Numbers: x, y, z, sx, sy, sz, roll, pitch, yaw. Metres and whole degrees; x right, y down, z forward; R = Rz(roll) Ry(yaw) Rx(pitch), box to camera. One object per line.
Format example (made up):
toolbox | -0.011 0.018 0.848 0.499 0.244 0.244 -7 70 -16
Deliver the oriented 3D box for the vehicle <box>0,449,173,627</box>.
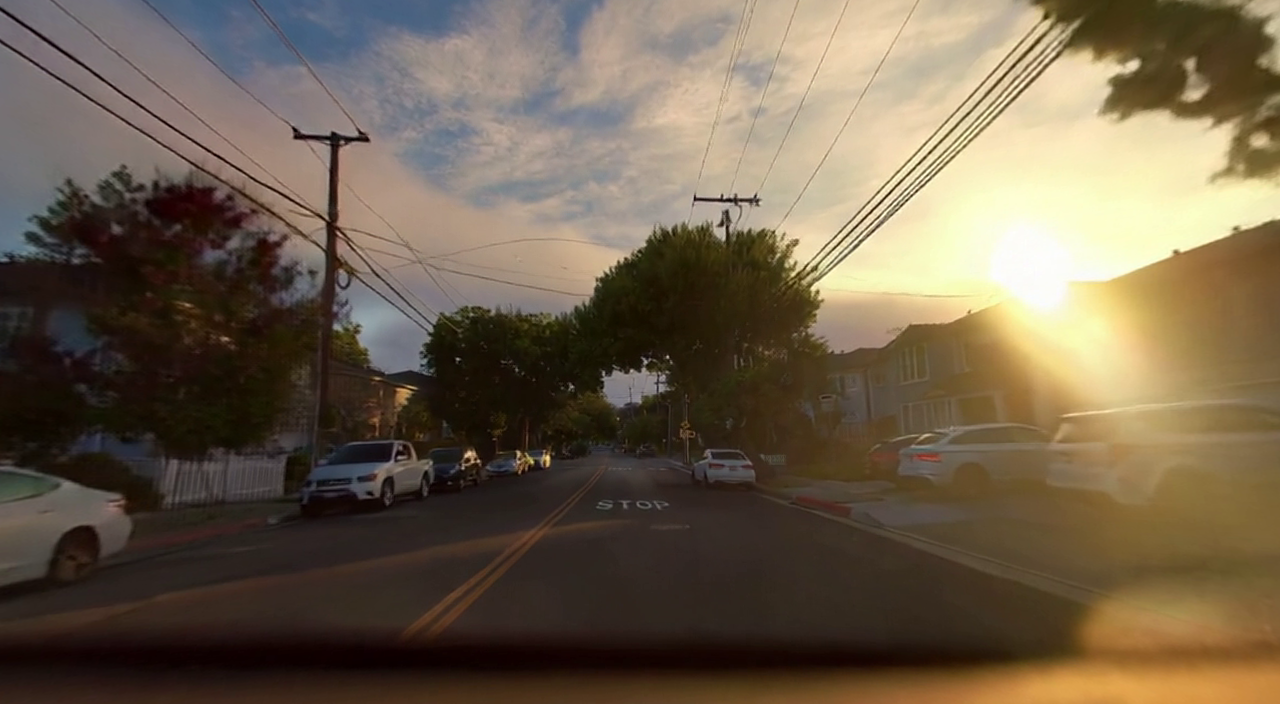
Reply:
vehicle | -6.515 1.513 4.947 2.211 1.469 4.380 -1 -9 3

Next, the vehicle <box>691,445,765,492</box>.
vehicle | 3.160 4.296 23.823 1.963 1.536 5.446 0 -9 -1

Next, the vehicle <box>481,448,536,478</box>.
vehicle | -7.097 6.006 34.459 2.056 1.481 4.451 0 -9 0

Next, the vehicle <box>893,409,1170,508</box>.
vehicle | 8.294 2.285 13.753 4.507 1.939 2.304 1 -9 -5

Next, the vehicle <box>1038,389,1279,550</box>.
vehicle | 8.476 1.516 8.767 4.411 1.845 2.049 -2 -9 -3

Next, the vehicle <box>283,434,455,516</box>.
vehicle | -6.698 3.094 16.497 2.136 1.757 5.365 0 -9 0
